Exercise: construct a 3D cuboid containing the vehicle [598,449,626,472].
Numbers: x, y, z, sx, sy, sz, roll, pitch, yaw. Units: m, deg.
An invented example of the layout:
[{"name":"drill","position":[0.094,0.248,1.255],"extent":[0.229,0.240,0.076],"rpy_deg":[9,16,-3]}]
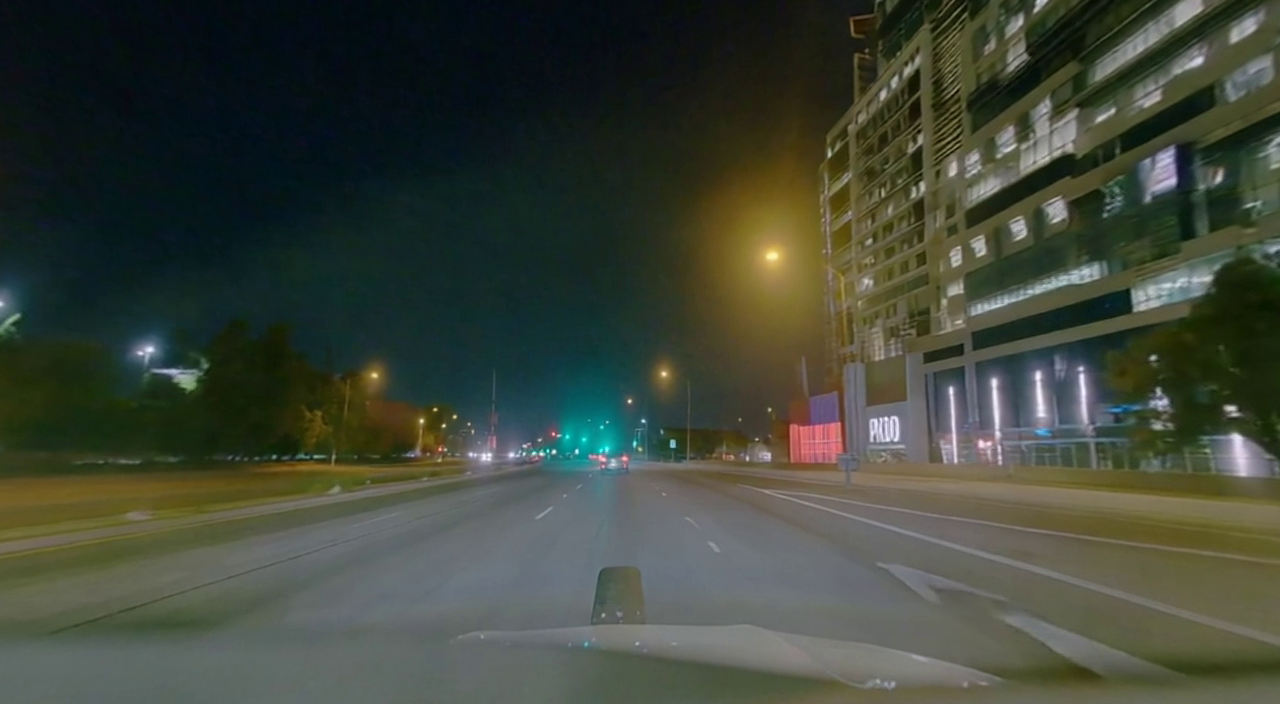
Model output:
[{"name":"vehicle","position":[-2.195,8.440,49.322],"extent":[2.038,1.682,3.844],"rpy_deg":[0,-8,-4]}]
